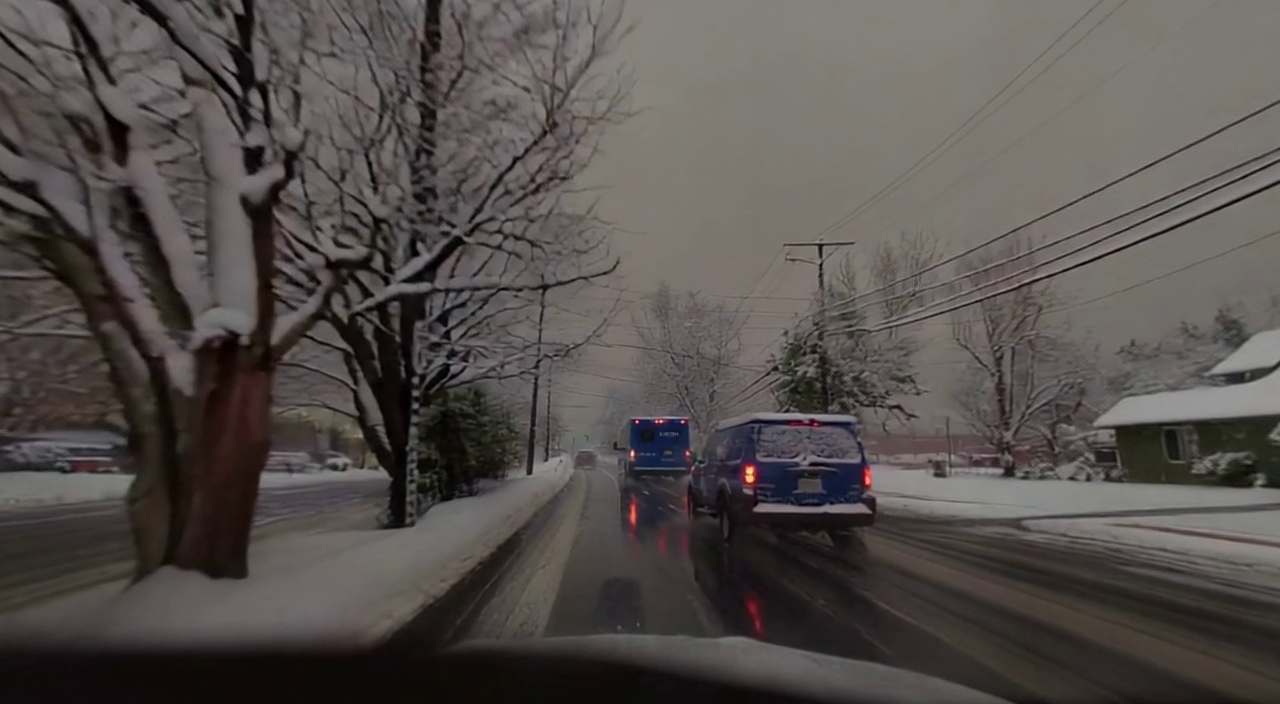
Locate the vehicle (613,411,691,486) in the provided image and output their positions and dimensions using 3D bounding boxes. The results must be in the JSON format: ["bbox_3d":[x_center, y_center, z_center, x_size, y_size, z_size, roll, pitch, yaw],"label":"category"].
[{"bbox_3d":[0.309,3.886,25.690,2.406,2.687,5.521,1,-8,-7],"label":"vehicle"}]

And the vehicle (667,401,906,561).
[{"bbox_3d":[1.922,1.914,10.218,2.194,1.922,4.822,1,-8,-7],"label":"vehicle"}]
